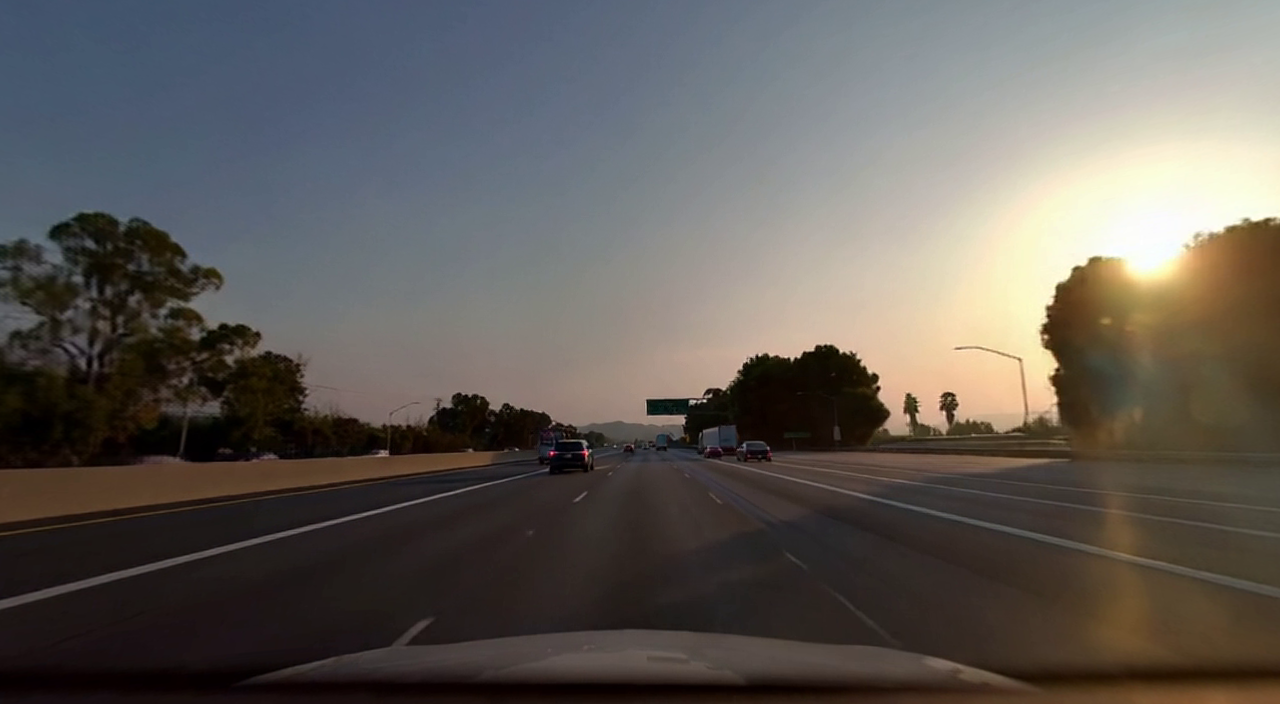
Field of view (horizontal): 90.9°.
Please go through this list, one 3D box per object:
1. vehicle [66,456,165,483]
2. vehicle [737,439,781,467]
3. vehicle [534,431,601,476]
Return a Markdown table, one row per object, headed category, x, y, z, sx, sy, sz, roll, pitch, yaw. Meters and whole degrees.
| category | x | y | z | sx | sy | sz | roll | pitch | yaw |
| --- | --- | --- | --- | --- | --- | --- | --- | --- | --- |
| vehicle | -32.065 | 7.162 | 38.721 | 1.859 | 1.485 | 4.827 | 0 | -8 | 1 |
| vehicle | 7.674 | 6.521 | 40.991 | 2.063 | 1.706 | 4.259 | 0 | -8 | 0 |
| vehicle | -3.333 | 4.819 | 30.086 | 2.453 | 1.952 | 5.320 | 0 | -8 | 1 |
